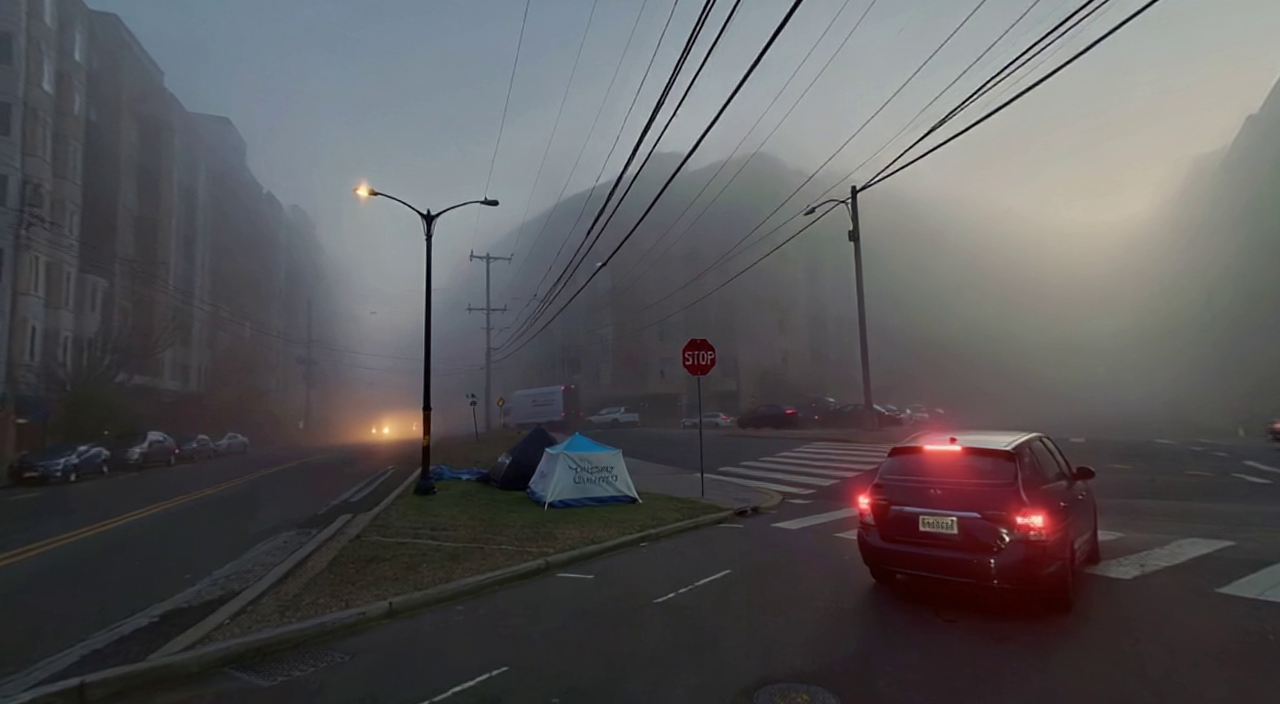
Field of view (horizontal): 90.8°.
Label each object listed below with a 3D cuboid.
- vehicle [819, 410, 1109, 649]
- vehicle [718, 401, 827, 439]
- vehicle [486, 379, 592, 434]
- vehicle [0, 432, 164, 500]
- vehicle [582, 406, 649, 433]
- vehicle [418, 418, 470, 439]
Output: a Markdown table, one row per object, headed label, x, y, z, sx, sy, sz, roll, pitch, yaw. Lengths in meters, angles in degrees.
| label | x | y | z | sx | sy | sz | roll | pitch | yaw |
| --- | --- | --- | --- | --- | --- | --- | --- | --- | --- |
| vehicle | 3.531 | 1.573 | 6.747 | 1.945 | 1.647 | 4.160 | -6 | -10 | 32 |
| vehicle | 5.772 | 3.084 | 27.956 | 4.363 | 1.511 | 1.838 | -8 | -11 | 42 |
| vehicle | -6.444 | 3.538 | 39.596 | 7.172 | 3.075 | 2.584 | -7 | -10 | 41 |
| vehicle | -17.183 | 3.480 | 19.833 | 2.054 | 1.800 | 5.212 | 3 | -9 | -21 |
| vehicle | -1.615 | 4.295 | 39.759 | 1.790 | 1.468 | 4.422 | 7 | -11 | -42 |
| vehicle | -15.331 | 6.011 | 49.350 | 2.089 | 1.506 | 4.641 | 7 | -11 | -41 |
